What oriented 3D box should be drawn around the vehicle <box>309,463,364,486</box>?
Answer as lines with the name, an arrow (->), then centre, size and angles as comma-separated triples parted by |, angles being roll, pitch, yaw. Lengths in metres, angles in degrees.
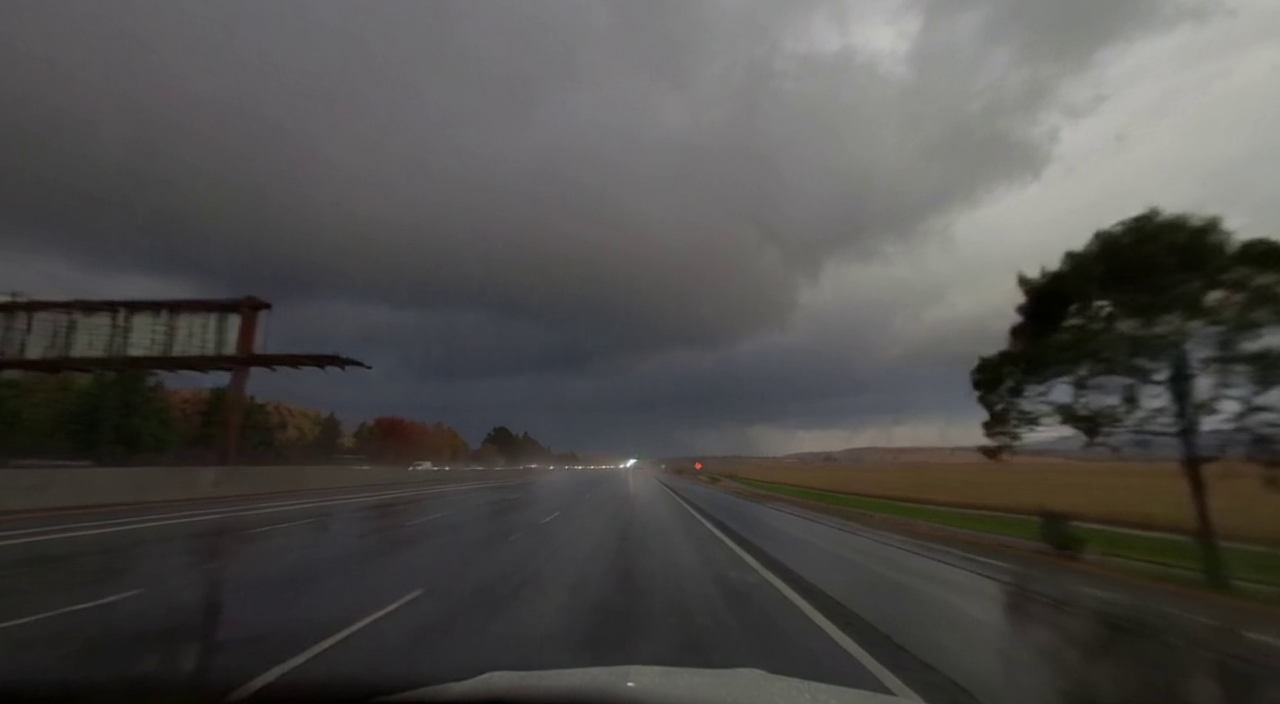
vehicle -> -23.193, 9.372, 48.297 | 1.916, 1.576, 4.365 | 1, -10, 1
